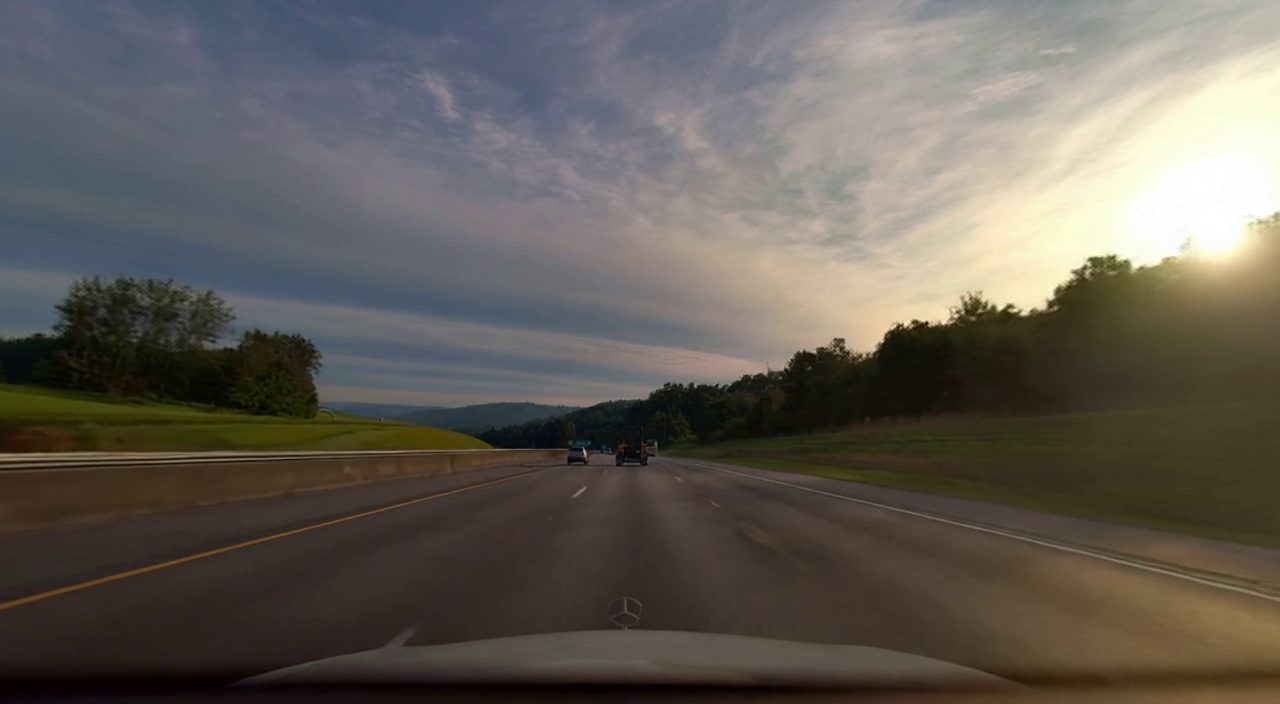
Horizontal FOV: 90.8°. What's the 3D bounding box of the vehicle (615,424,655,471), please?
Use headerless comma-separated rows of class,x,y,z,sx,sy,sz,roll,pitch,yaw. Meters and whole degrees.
vehicle,-0.441,6.855,45.323,2.672,3.056,6.900,0,-9,-2
